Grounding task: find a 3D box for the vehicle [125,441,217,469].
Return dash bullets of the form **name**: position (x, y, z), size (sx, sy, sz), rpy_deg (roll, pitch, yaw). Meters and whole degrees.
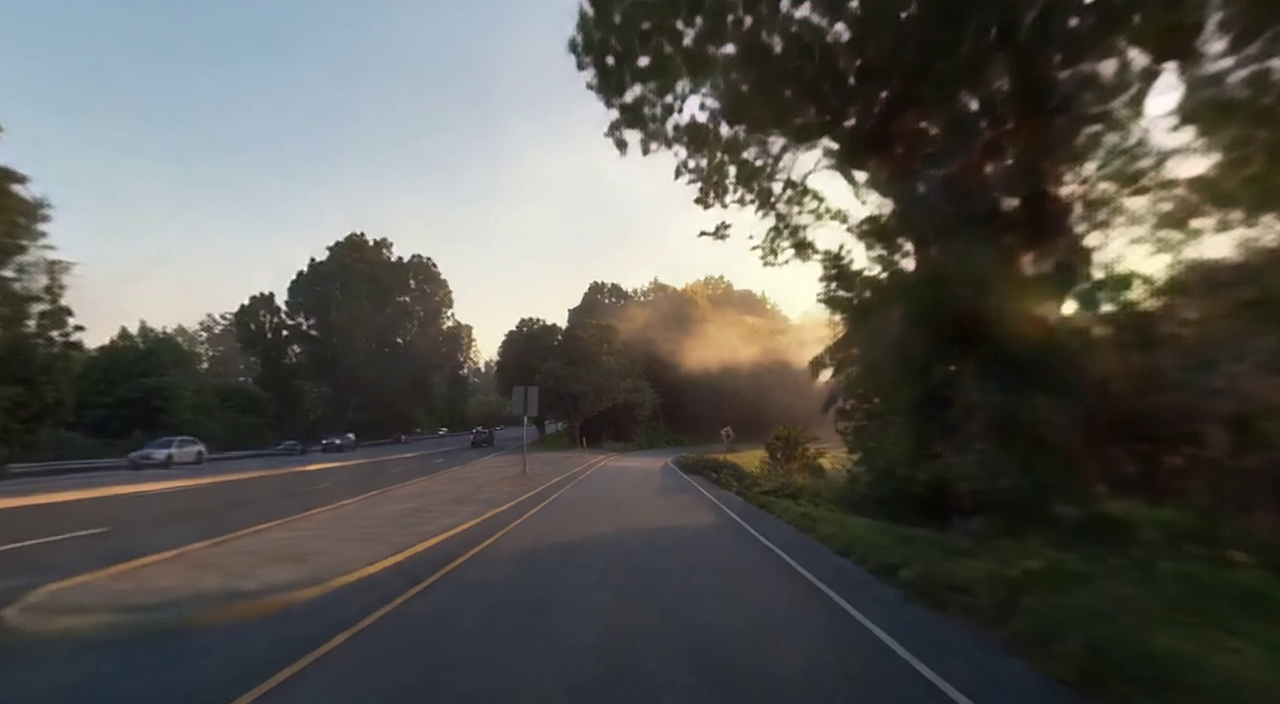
- **vehicle**: position (-27.429, 6.029, 37.166), size (2.298, 1.558, 4.403), rpy_deg (1, -9, -5)
